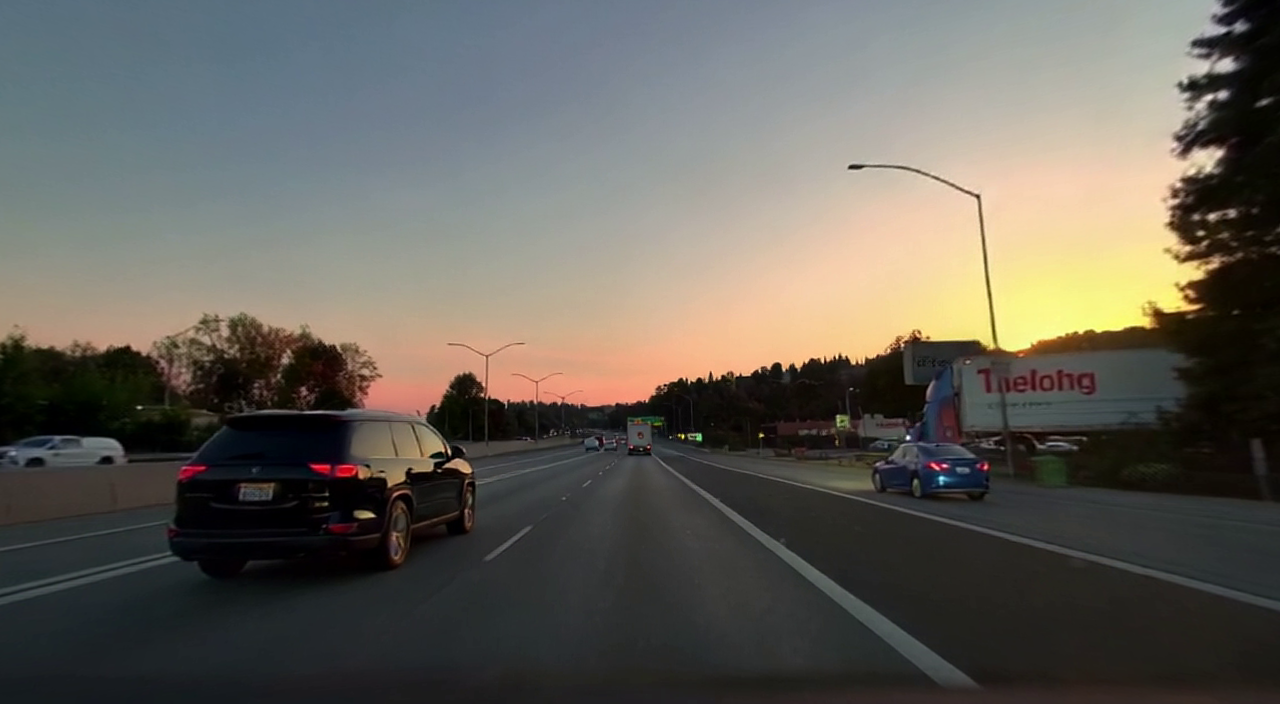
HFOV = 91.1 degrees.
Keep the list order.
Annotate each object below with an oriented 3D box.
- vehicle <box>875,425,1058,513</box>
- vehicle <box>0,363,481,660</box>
[{"bbox_3d":[7.093,2.573,14.238,1.958,1.681,4.109,0,-8,1],"label":"vehicle"},{"bbox_3d":[-3.351,1.339,6.404,2.178,1.826,4.933,0,-8,0],"label":"vehicle"}]
